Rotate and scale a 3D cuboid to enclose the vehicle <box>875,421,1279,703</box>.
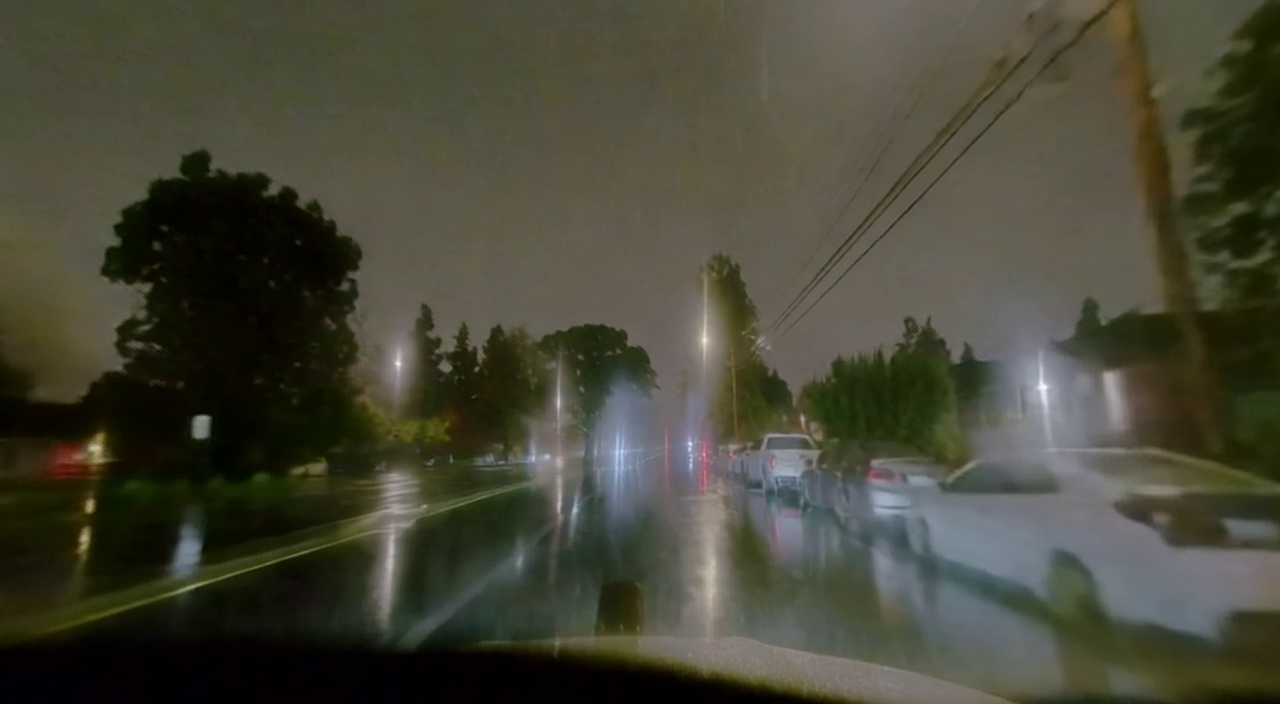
[{"bbox_3d":[4.085,1.437,5.608,1.981,1.436,5.021,0,-9,-1],"label":"vehicle"}]

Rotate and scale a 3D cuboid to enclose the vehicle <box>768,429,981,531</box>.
[{"bbox_3d":[4.050,2.301,12.031,2.039,1.499,4.888,0,-9,-2],"label":"vehicle"}]

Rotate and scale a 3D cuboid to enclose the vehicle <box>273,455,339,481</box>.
[{"bbox_3d":[-23.133,8.025,43.987,1.967,1.467,4.769,-2,-7,0],"label":"vehicle"}]
